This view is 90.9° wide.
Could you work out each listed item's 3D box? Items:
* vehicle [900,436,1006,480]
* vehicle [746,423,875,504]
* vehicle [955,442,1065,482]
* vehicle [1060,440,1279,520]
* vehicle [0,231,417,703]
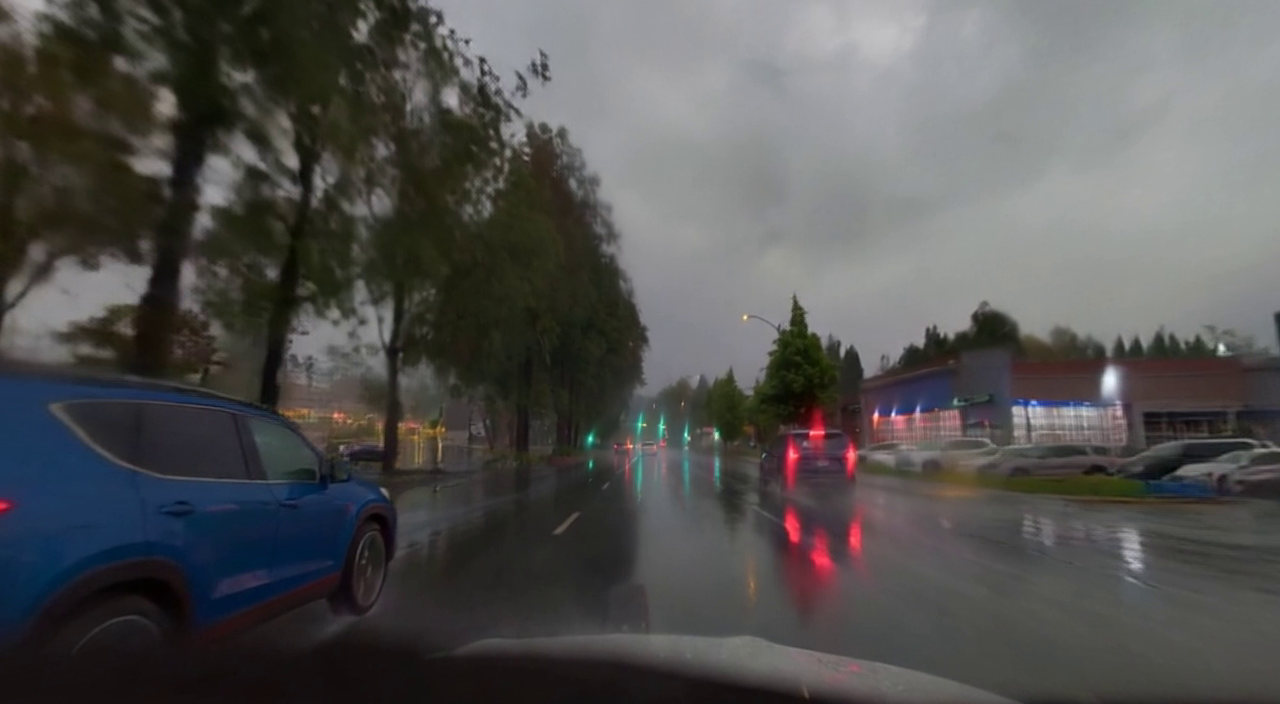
[{"bbox_3d":[12.493,4.239,25.507,1.781,1.615,4.095,1,-9,-7],"label":"vehicle"},{"bbox_3d":[4.159,2.805,16.218,2.024,1.773,4.431,0,-8,-1],"label":"vehicle"},{"bbox_3d":[15.066,4.481,25.900,1.780,1.499,3.786,1,-9,-10],"label":"vehicle"},{"bbox_3d":[11.529,2.606,13.091,4.217,1.522,1.755,-1,-9,4],"label":"vehicle"},{"bbox_3d":[-3.166,0.772,3.293,2.210,1.925,4.838,0,-8,0],"label":"vehicle"}]
